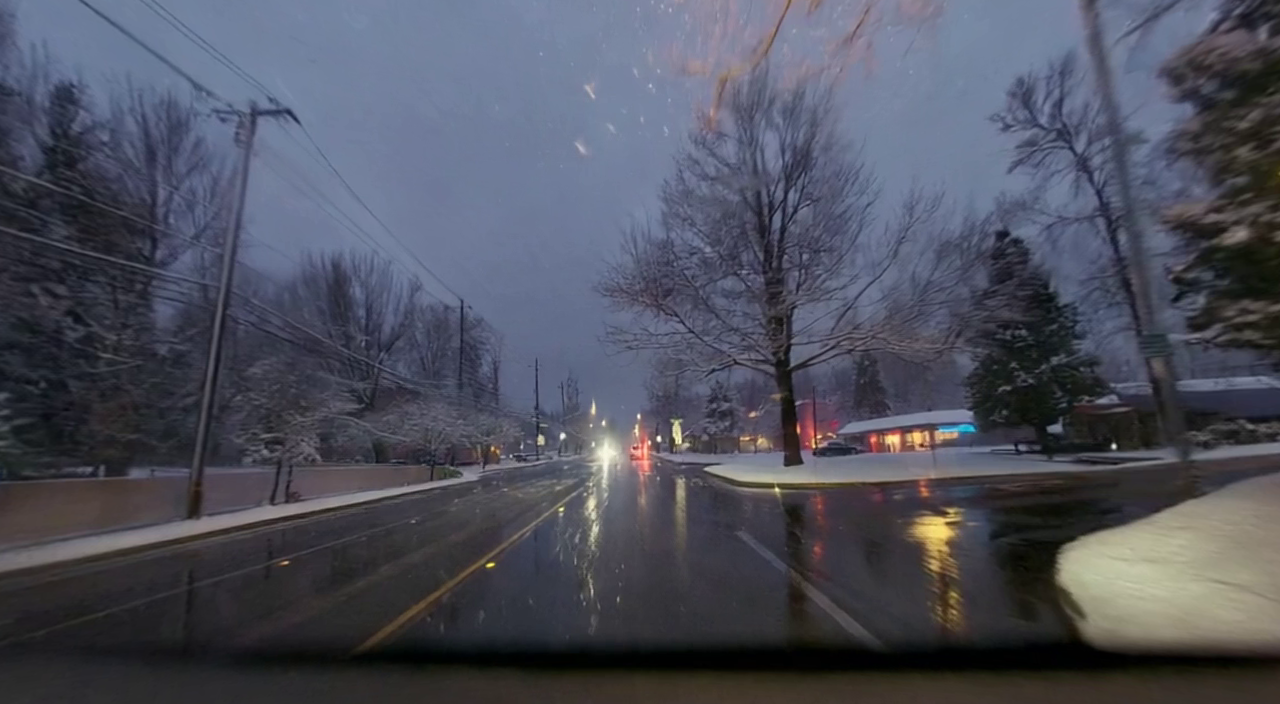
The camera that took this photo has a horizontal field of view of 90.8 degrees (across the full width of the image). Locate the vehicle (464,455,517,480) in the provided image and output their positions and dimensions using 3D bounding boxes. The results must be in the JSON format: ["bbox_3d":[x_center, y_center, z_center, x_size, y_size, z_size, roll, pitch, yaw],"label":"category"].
[{"bbox_3d":[-9.802,7.462,41.191,2.061,1.475,4.357,5,-10,-32],"label":"vehicle"}]
